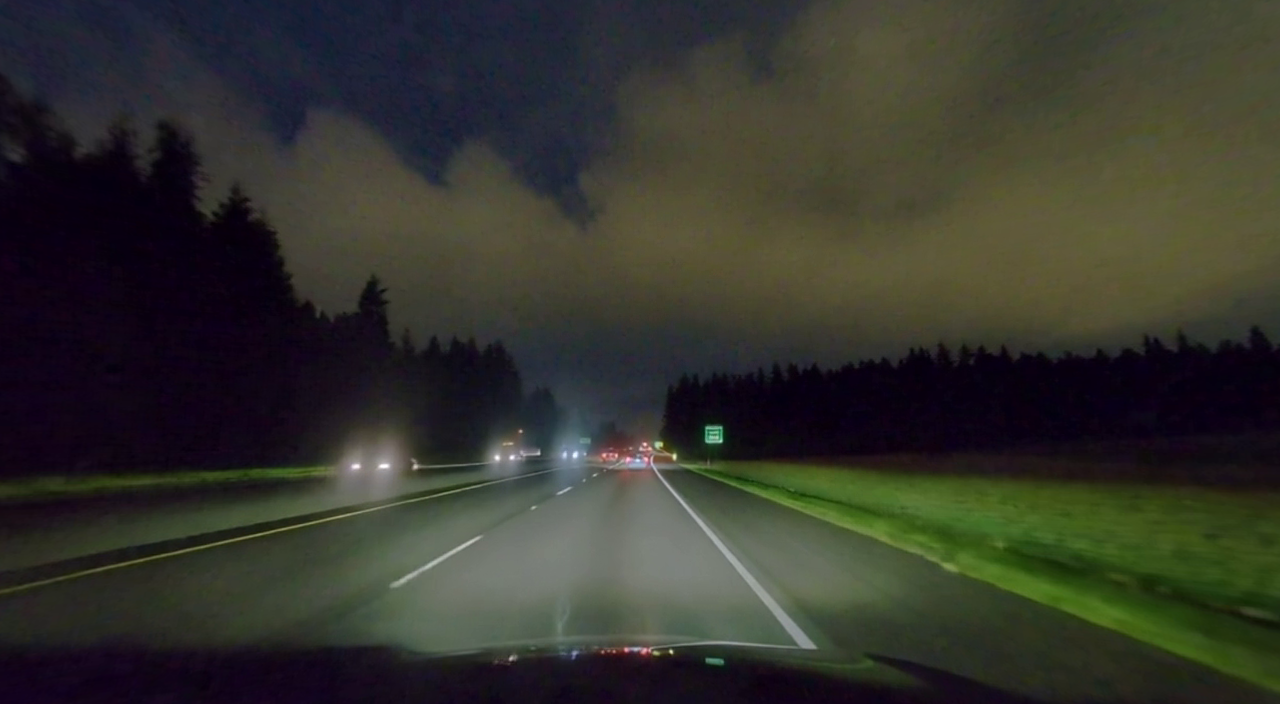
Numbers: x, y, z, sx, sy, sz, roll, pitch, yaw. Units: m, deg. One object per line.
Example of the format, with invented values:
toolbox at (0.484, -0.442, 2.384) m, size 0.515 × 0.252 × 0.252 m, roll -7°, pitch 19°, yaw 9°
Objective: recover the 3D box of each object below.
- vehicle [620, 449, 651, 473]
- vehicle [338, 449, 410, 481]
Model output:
vehicle at (-0.298, 6.765, 39.328) m, size 1.853 × 1.436 × 3.438 m, roll 0°, pitch -9°, yaw -1°
vehicle at (-12.557, 5.347, 30.074) m, size 1.810 × 1.424 × 3.661 m, roll 0°, pitch -9°, yaw 0°
